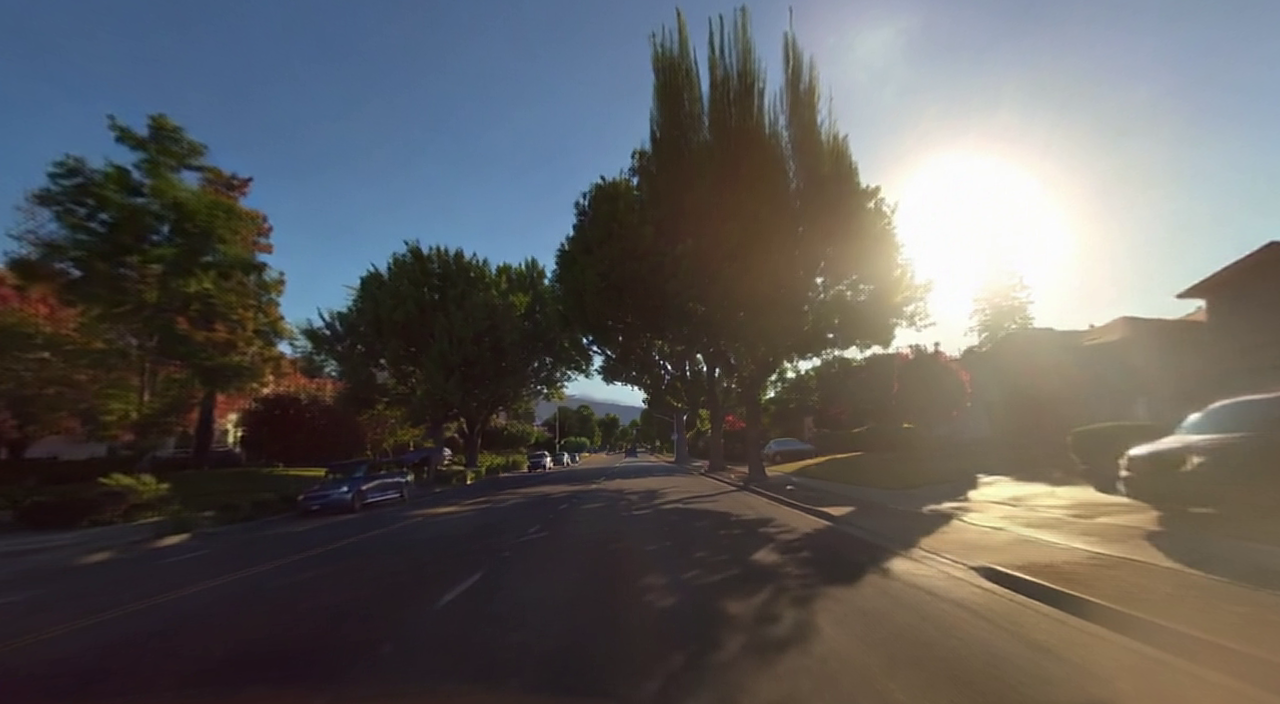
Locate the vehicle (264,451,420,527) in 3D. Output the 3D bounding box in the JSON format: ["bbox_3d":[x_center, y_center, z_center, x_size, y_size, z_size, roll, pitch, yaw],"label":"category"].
[{"bbox_3d":[-7.573,3.483,16.657,1.973,1.500,4.781,-5,-9,-3],"label":"vehicle"}]

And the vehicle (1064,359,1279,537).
[{"bbox_3d":[9.032,1.096,8.352,5.221,1.958,1.992,-4,-9,0],"label":"vehicle"}]

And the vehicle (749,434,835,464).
[{"bbox_3d":[8.903,5.724,37.271,4.535,1.697,1.968,0,-9,-1],"label":"vehicle"}]
